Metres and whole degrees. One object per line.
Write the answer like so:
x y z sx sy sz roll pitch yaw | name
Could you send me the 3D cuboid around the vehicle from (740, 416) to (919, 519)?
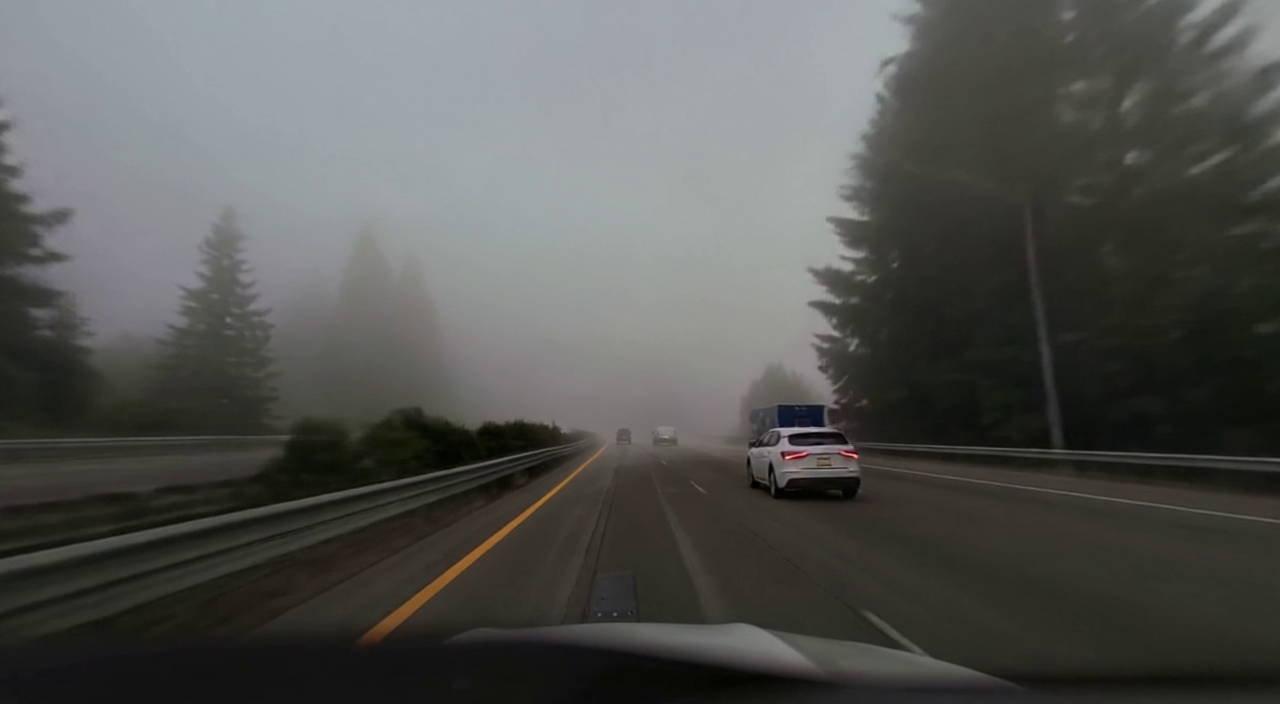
3.216 2.024 11.630 2.002 1.569 3.845 0 -8 -2 | vehicle
